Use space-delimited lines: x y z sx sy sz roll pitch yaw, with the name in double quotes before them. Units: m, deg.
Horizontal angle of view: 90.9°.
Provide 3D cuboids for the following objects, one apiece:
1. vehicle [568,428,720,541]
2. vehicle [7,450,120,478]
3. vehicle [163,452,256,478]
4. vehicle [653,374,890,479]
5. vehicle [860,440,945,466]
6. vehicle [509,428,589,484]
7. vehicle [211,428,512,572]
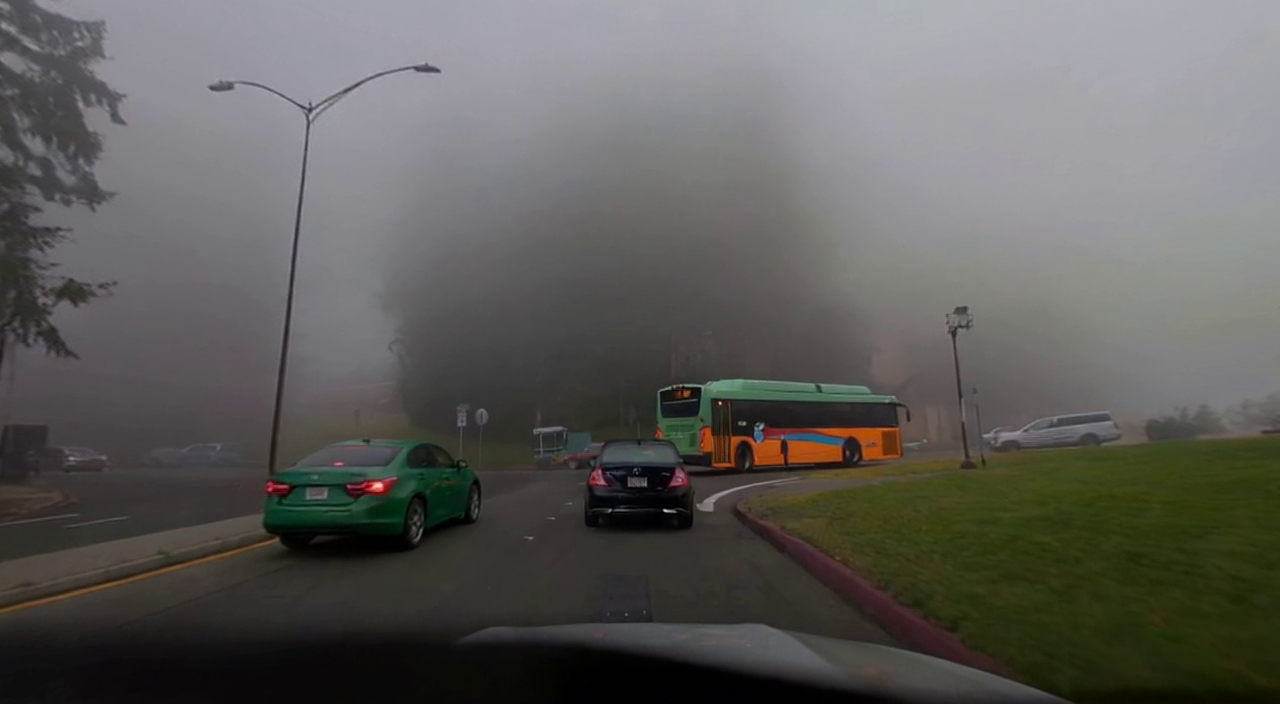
"vehicle" 0.091 2.055 10.368 2.020 1.478 3.922 0 -8 1
"vehicle" -32.136 6.237 35.339 4.473 1.442 1.743 7 -11 -39
"vehicle" -26.134 6.871 38.429 4.403 1.422 1.697 4 -9 -26
"vehicle" 5.352 2.940 24.151 9.977 3.303 2.948 6 -10 -37
"vehicle" 15.630 6.020 37.577 4.422 1.457 1.882 -6 -10 29
"vehicle" -3.077 3.650 22.392 2.017 1.761 4.572 -1 -8 2
"vehicle" -3.404 1.885 8.920 1.953 1.480 4.522 -1 -8 4
